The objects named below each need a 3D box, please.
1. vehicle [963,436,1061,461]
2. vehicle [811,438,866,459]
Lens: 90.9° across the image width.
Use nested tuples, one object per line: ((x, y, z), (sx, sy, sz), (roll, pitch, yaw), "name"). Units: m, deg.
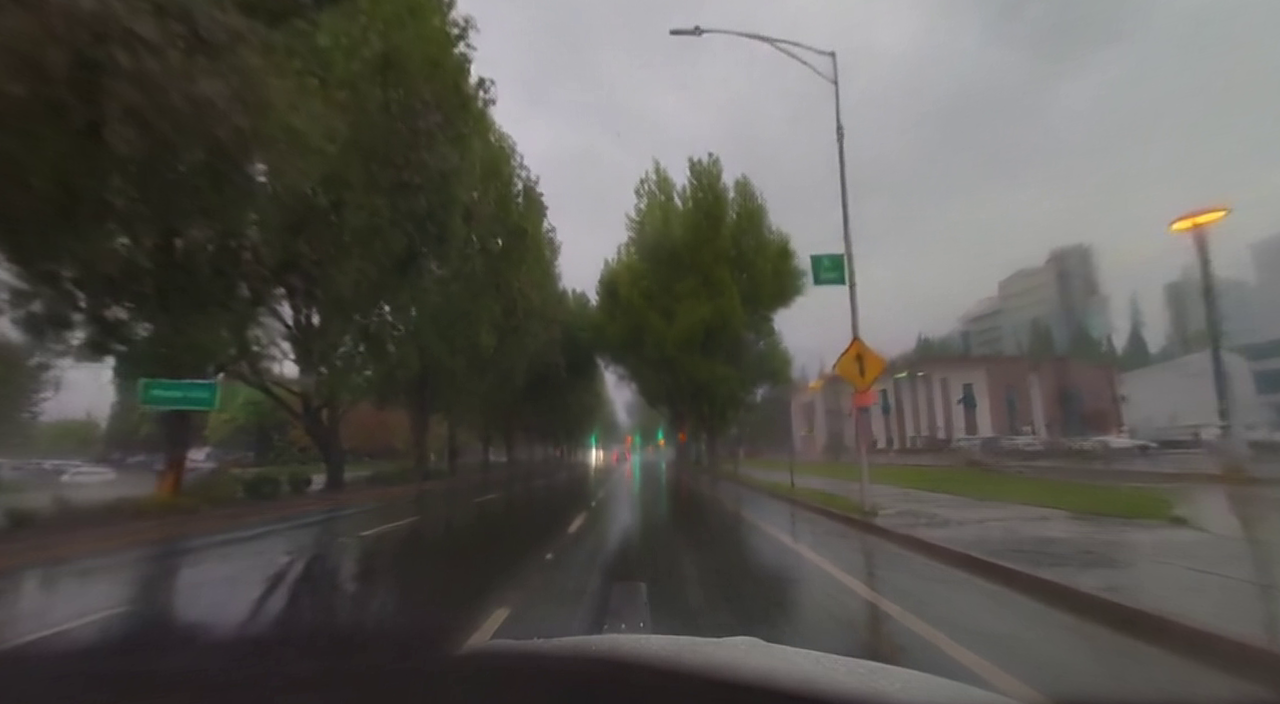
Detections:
((27.706, 7.195, 47.184), (2.196, 1.745, 5.838), (5, -10, -33), "vehicle")
((14.823, 7.234, 47.278), (3.641, 1.408, 1.584), (-3, -9, 7), "vehicle")
